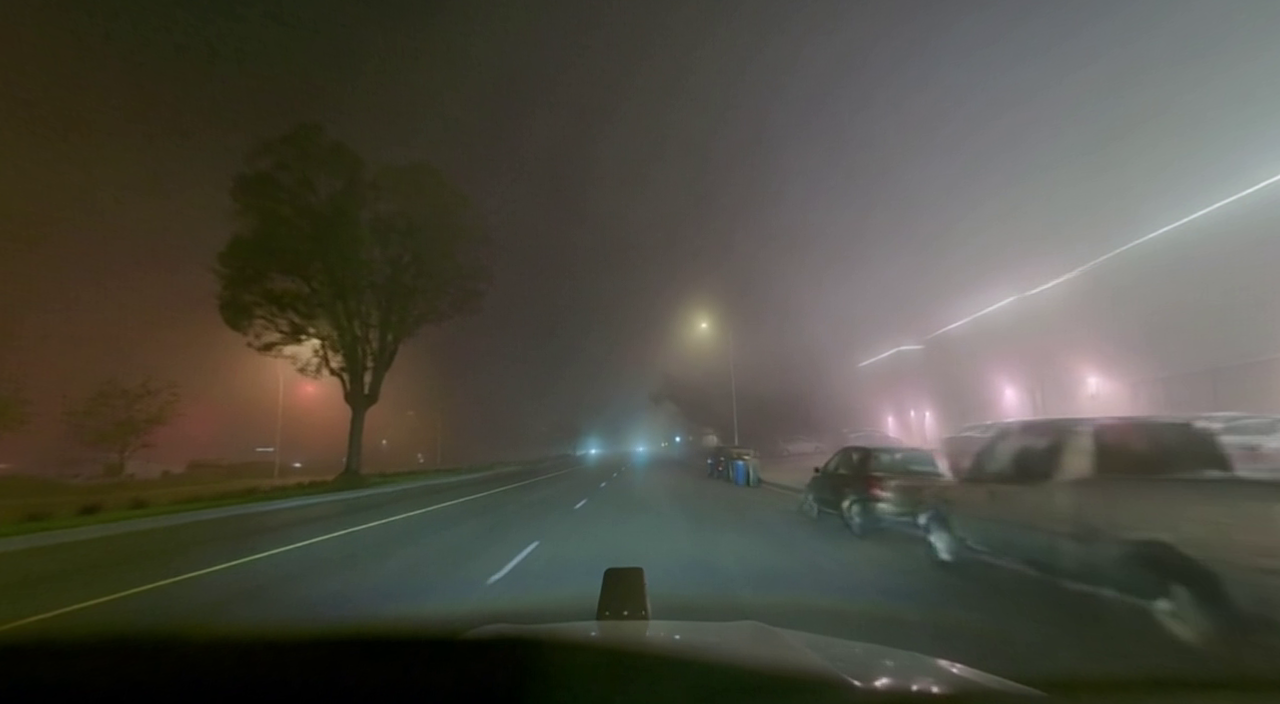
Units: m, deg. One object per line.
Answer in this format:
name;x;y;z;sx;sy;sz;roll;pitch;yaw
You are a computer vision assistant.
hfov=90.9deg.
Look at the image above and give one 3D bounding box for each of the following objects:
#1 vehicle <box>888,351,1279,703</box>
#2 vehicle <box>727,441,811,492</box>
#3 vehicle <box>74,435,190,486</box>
vehicle;3.965;1.173;4.775;2.078;1.771;5.174;0;-8;0
vehicle;4.451;4.004;22.583;1.962;1.590;5.179;0;-8;1
vehicle;-36.069;7.673;45.118;2.736;3.317;6.453;0;-8;0
